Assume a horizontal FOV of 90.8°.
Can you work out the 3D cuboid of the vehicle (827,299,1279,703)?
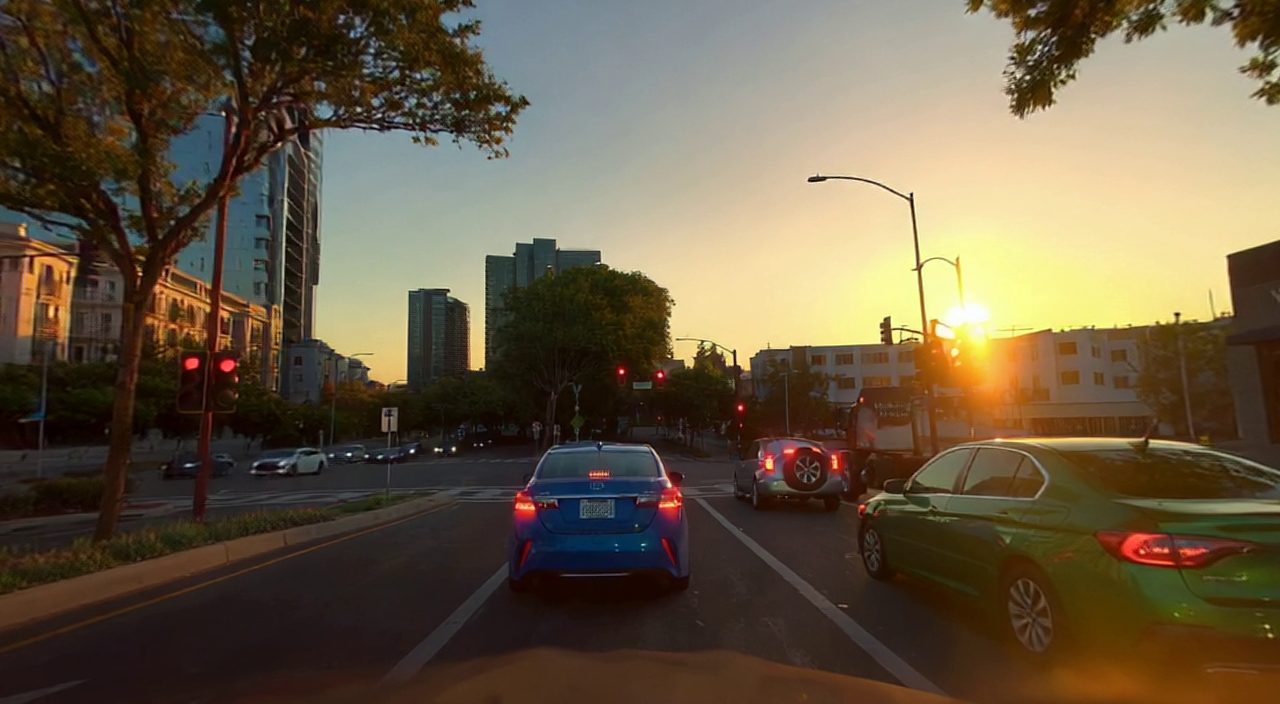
[{"bbox_3d":[3.578,1.109,5.055,2.572,1.945,5.065,0,-8,0],"label":"vehicle"}]

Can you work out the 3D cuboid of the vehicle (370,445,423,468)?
[{"bbox_3d":[-18.105,7.767,47.190,2.130,1.550,4.618,0,-8,0],"label":"vehicle"}]

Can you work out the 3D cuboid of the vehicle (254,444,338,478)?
[{"bbox_3d":[-17.945,5.682,33.190,1.976,1.667,4.274,0,-8,0],"label":"vehicle"}]

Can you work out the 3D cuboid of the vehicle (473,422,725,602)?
[{"bbox_3d":[-0.369,1.653,7.386,2.143,1.520,3.848,0,-8,-1],"label":"vehicle"}]

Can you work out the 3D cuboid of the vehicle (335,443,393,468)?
[{"bbox_3d":[-21.242,7.981,48.875,2.233,1.782,4.862,0,-8,0],"label":"vehicle"}]

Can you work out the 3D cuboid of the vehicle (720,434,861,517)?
[{"bbox_3d":[3.153,2.676,14.308,2.026,1.549,4.559,0,-8,-1],"label":"vehicle"}]

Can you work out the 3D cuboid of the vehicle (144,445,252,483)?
[{"bbox_3d":[-21.681,5.492,31.268,1.935,1.701,4.590,0,-8,0],"label":"vehicle"}]
